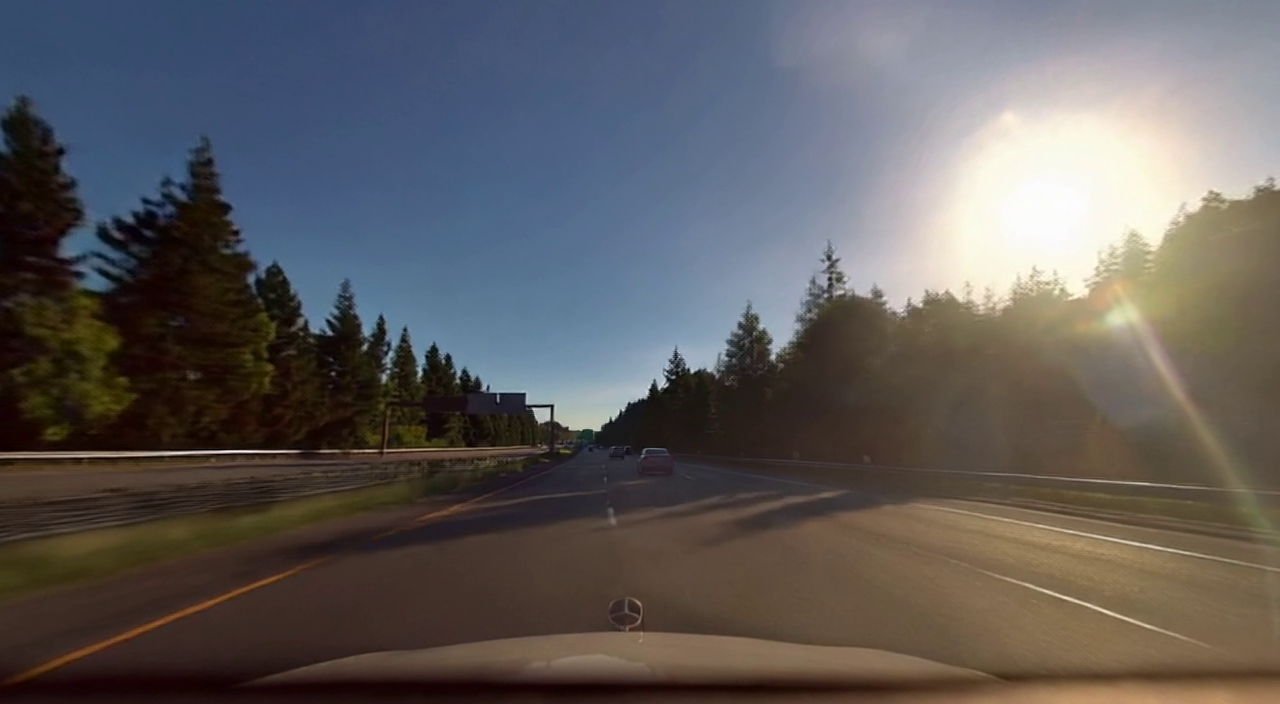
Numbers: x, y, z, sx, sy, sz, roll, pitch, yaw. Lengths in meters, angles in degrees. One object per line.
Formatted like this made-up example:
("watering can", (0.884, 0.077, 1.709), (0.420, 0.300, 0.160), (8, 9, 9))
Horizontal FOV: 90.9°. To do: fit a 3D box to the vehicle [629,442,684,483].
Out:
("vehicle", (0.620, 4.645, 26.792), (2.011, 1.590, 3.607), (0, -9, -4))
